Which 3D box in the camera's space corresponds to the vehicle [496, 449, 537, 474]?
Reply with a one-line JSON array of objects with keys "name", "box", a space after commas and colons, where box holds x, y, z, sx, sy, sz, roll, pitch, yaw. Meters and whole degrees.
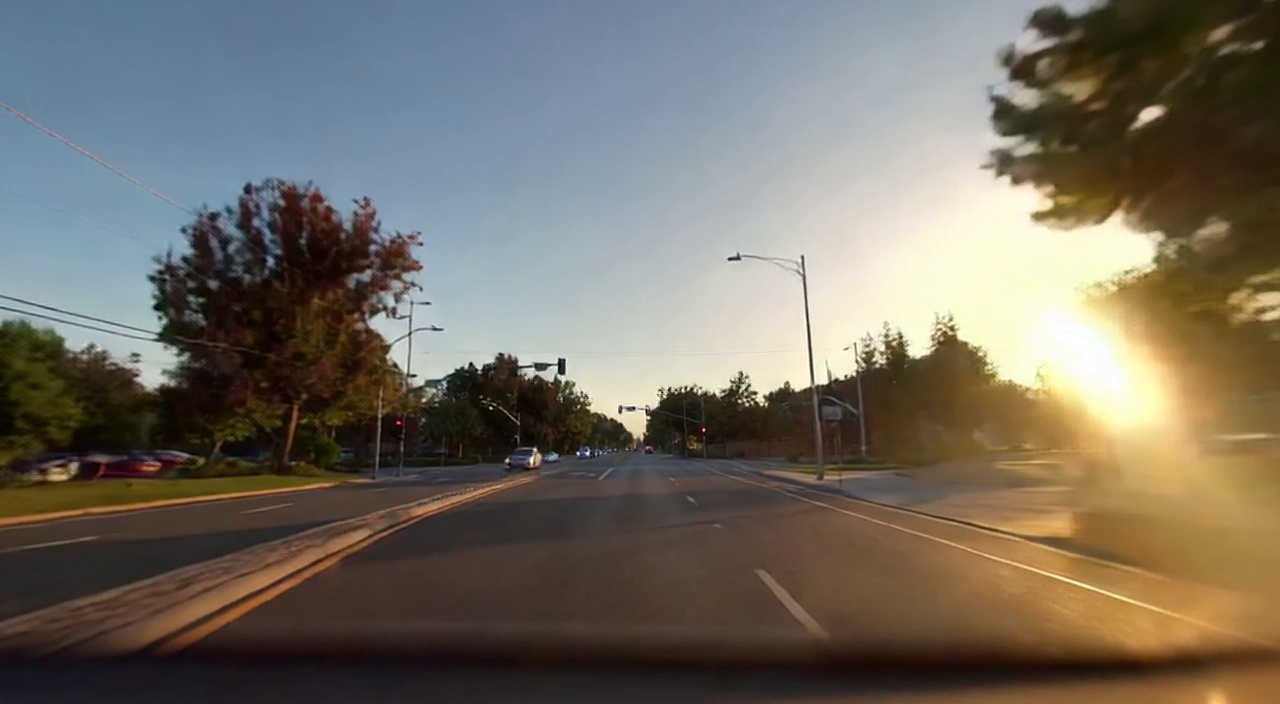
[{"name": "vehicle", "box": [-8.697, 7.732, 44.858, 1.986, 1.665, 4.284, -1, -9, 1]}]

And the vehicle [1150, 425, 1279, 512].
[{"name": "vehicle", "box": [14.267, 2.544, 14.124, 4.276, 1.703, 2.088, 2, -9, -14]}]

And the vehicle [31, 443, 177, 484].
[{"name": "vehicle", "box": [-23.885, 4.983, 28.205, 4.552, 1.721, 2.117, 0, -9, 0]}]
